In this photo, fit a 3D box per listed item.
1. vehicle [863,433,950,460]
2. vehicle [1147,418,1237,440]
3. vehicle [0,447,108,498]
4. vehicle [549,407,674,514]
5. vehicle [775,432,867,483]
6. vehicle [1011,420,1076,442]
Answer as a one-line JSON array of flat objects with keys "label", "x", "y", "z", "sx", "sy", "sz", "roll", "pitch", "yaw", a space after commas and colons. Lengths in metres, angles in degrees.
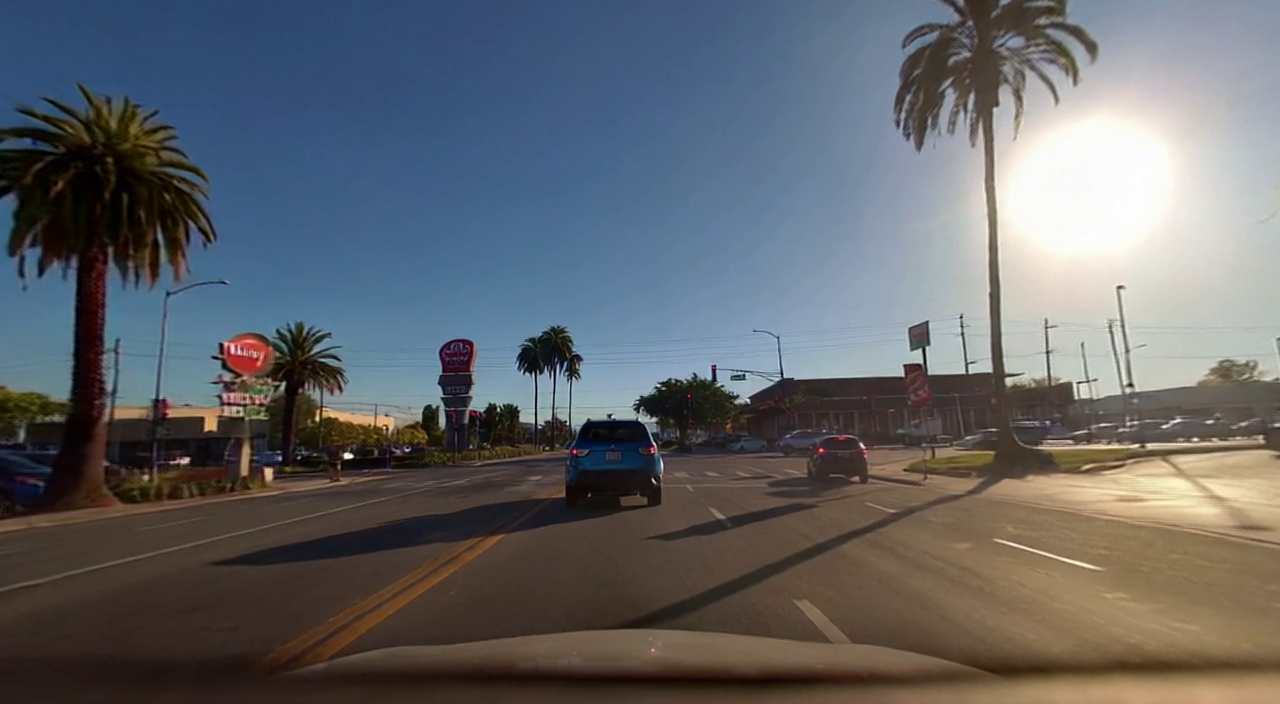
[{"label": "vehicle", "x": 15.405, "y": 5.433, "z": 36.510, "sx": 4.745, "sy": 1.474, "sz": 1.923, "roll": 4, "pitch": -9, "yaw": -26}, {"label": "vehicle", "x": 39.067, "y": 5.478, "z": 44.879, "sx": 4.527, "sy": 1.458, "sz": 1.778, "roll": -6, "pitch": -10, "yaw": 34}, {"label": "vehicle", "x": -19.457, "y": 3.683, "z": 19.527, "sx": 4.277, "sy": 1.482, "sz": 1.950, "roll": 0, "pitch": -8, "yaw": 2}, {"label": "vehicle", "x": -0.579, "y": 2.317, "z": 13.909, "sx": 2.263, "sy": 1.932, "sz": 4.709, "roll": 0, "pitch": -8, "yaw": -2}, {"label": "vehicle", "x": 6.163, "y": 3.634, "z": 22.066, "sx": 2.086, "sy": 1.560, "sz": 4.542, "roll": -1, "pitch": -8, "yaw": 3}, {"label": "vehicle", "x": 31.727, "y": 6.274, "z": 49.775, "sx": 4.167, "sy": 1.655, "sz": 1.841, "roll": -5, "pitch": -10, "yaw": 31}]
